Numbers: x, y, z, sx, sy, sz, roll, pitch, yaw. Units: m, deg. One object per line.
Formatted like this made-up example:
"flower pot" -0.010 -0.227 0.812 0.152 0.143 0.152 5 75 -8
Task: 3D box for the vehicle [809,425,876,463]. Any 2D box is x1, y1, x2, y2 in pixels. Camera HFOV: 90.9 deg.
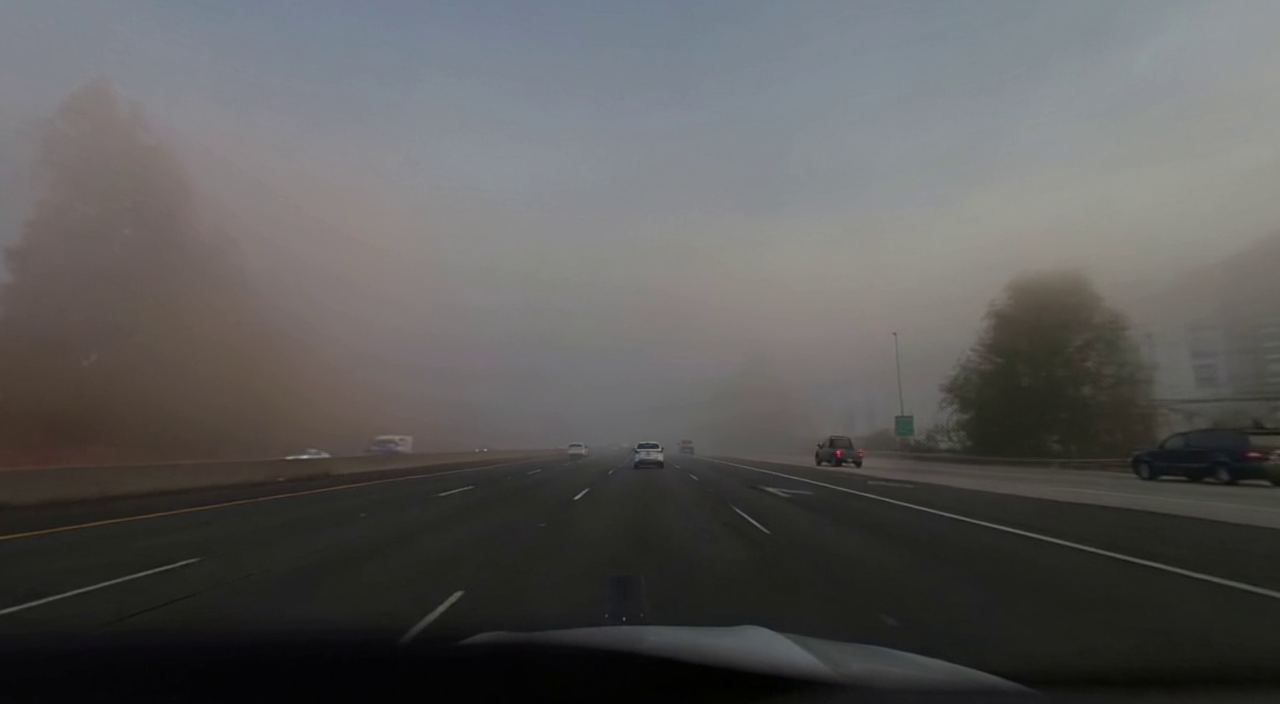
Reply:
"vehicle" 13.793 6.353 43.485 2.336 2.415 6.056 0 -8 -3

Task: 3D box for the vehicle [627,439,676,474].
"vehicle" 0.486 4.829 29.354 2.112 1.482 4.082 0 -8 0

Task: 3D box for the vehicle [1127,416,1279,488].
"vehicle" 18.568 3.044 19.452 2.304 1.951 5.719 0 -8 -3
